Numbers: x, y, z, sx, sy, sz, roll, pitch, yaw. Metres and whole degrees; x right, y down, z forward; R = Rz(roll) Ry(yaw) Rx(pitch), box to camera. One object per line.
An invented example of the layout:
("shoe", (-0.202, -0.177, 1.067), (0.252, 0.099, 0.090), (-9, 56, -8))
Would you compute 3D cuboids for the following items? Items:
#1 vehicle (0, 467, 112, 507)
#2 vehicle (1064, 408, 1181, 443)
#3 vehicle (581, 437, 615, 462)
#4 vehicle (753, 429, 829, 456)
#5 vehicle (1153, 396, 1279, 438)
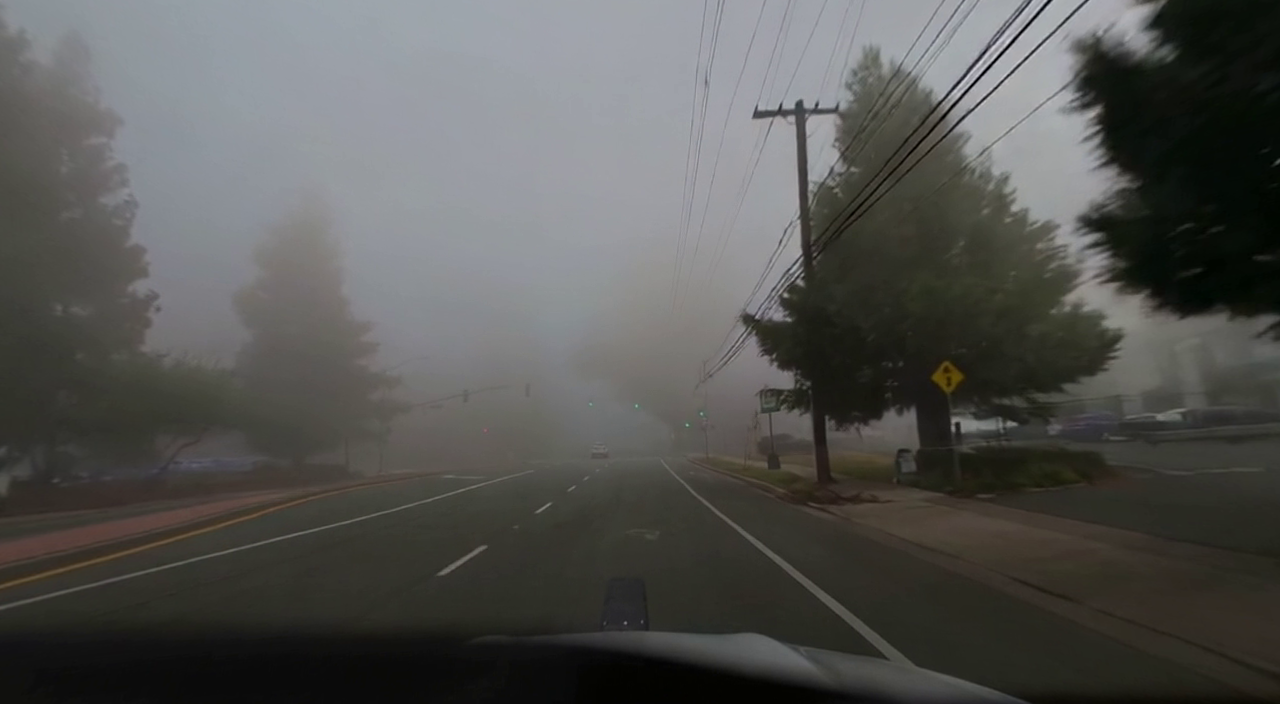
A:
("vehicle", (-27.064, 6.075, 28.513), (4.519, 1.598, 2.055), (-1, -8, 2))
("vehicle", (25.265, 3.866, 33.099), (4.461, 1.695, 1.999), (-1, -7, 0))
("vehicle", (-3.163, 7.490, 48.689), (2.229, 1.821, 4.681), (-1, -8, 1))
("vehicle", (10.573, 6.365, 44.423), (4.765, 1.738, 2.101), (0, -8, -3))
("vehicle", (25.550, 2.858, 27.475), (4.690, 1.742, 2.008), (0, -7, -4))
